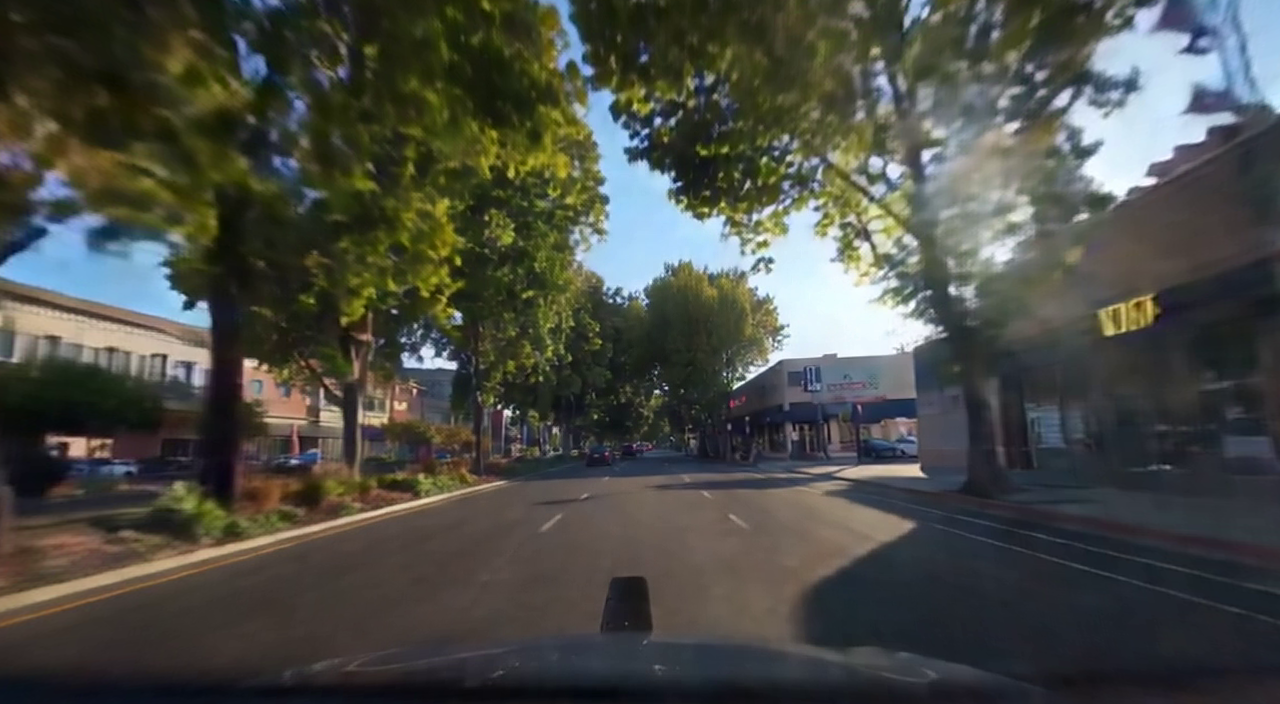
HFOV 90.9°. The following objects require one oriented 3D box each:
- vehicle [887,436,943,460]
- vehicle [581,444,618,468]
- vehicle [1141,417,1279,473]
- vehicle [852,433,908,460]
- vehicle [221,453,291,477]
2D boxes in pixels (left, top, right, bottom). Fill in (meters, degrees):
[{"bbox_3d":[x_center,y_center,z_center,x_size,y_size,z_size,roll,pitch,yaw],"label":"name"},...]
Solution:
[{"bbox_3d":[20.010,6.968,46.068,2.074,1.607,4.465,-2,-8,1],"label":"vehicle"},{"bbox_3d":[-2.615,6.840,41.787,2.082,1.460,4.442,0,-8,1],"label":"vehicle"},{"bbox_3d":[17.797,2.757,18.735,4.084,1.547,1.957,0,-8,-1],"label":"vehicle"},{"bbox_3d":[17.386,6.883,45.908,2.038,1.827,4.870,0,-8,-2],"label":"vehicle"},{"bbox_3d":[-27.324,8.026,45.029,1.910,1.498,4.703,-1,-8,2],"label":"vehicle"}]
